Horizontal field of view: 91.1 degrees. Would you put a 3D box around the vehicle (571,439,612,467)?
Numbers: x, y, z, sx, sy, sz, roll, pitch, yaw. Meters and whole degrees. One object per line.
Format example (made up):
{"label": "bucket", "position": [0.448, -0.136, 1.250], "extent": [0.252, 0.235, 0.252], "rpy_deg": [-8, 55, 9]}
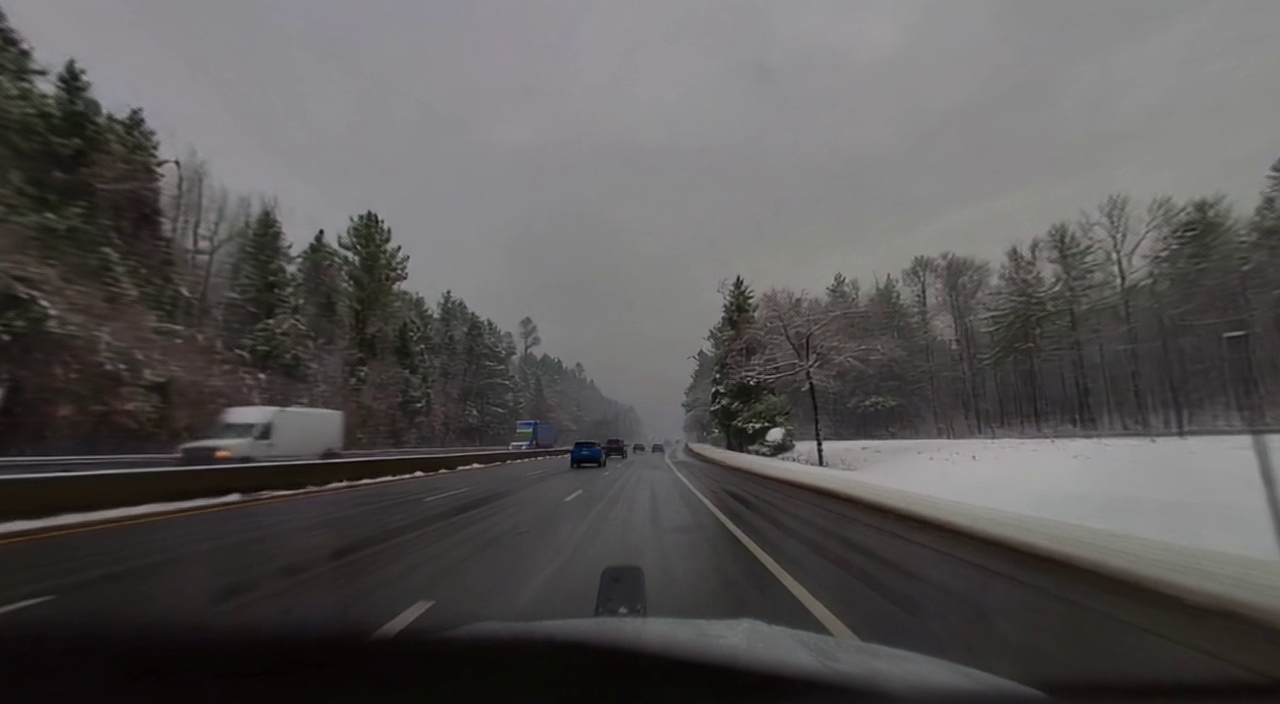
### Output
{"label": "vehicle", "position": [-2.893, 6.232, 38.765], "extent": [2.053, 1.589, 4.671], "rpy_deg": [0, -8, 2]}
